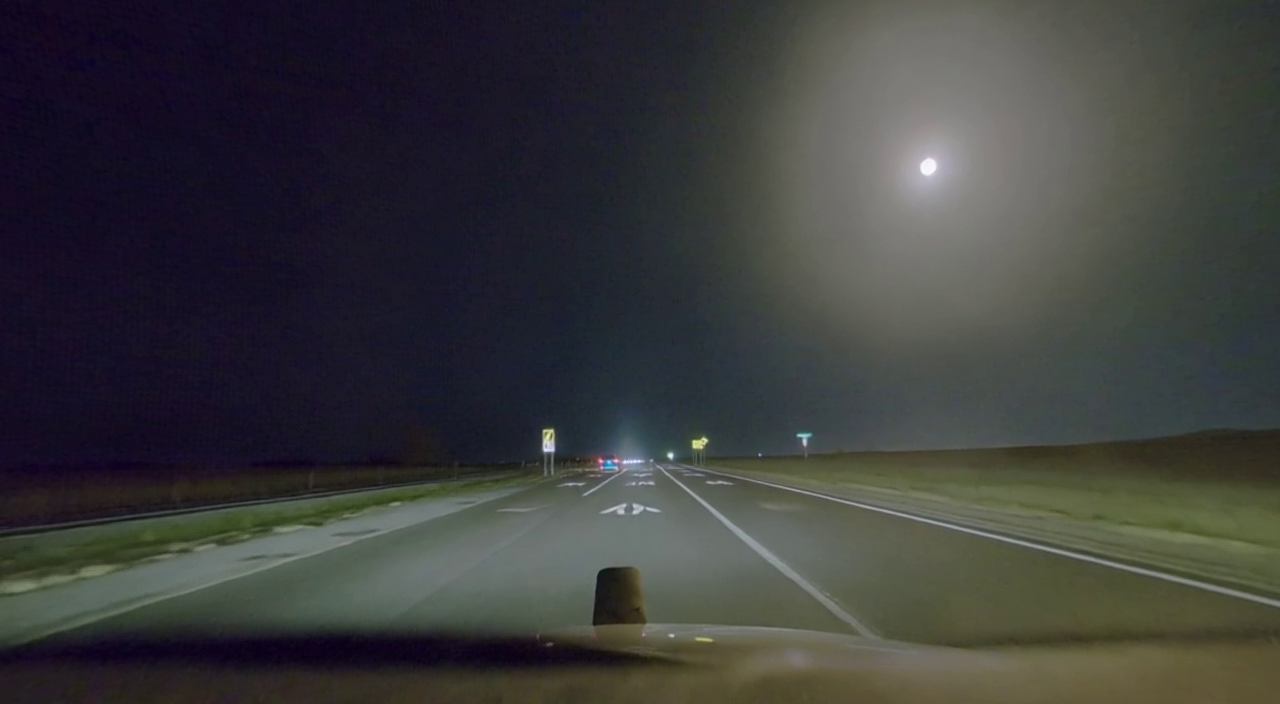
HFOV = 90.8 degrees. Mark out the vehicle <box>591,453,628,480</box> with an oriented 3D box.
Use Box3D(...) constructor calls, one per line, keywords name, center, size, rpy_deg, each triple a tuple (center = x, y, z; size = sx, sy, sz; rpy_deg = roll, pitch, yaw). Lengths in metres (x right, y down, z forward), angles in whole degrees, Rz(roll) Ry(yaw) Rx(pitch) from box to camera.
Box3D(name="vehicle", center=(-1.884, 7.311, 40.559), size=(2.053, 1.647, 4.252), rpy_deg=(-1, -9, 2))
